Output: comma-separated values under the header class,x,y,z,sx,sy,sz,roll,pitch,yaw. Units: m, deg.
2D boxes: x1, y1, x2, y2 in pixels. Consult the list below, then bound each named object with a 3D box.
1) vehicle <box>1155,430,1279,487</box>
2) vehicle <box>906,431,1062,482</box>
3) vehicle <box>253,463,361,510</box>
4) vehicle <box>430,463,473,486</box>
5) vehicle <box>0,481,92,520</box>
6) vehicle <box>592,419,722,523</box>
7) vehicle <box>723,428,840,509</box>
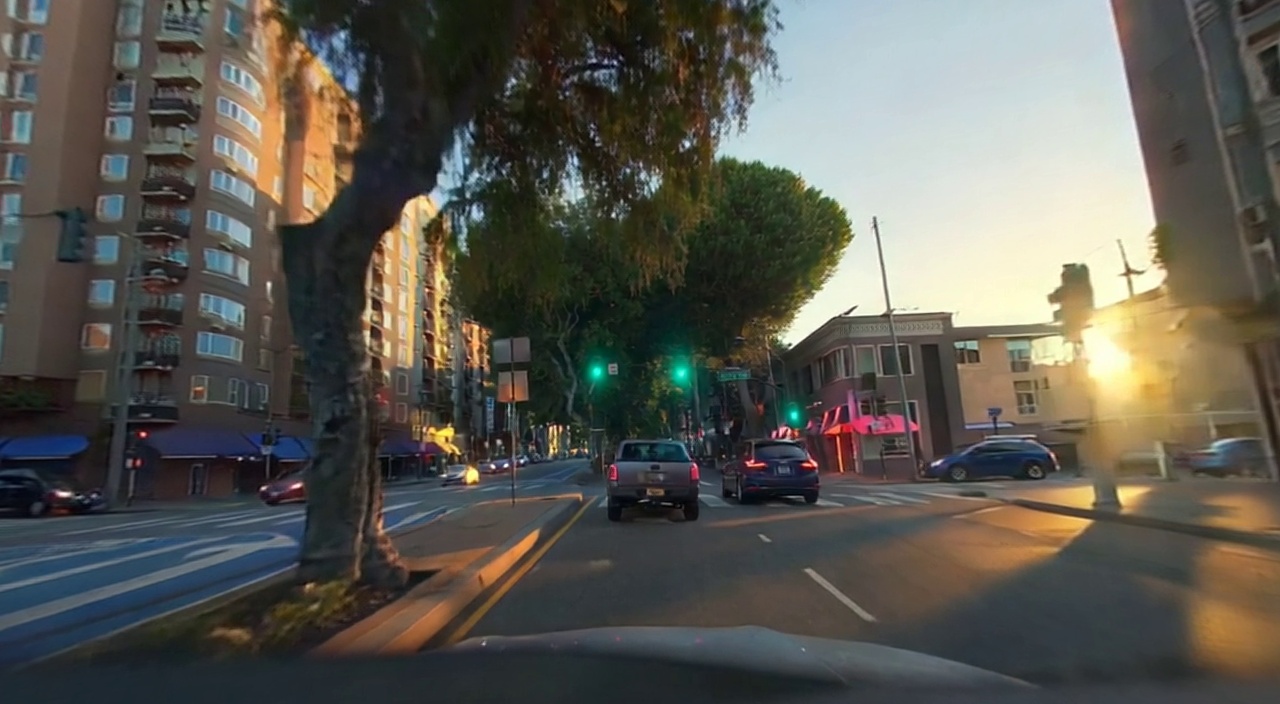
class,x,y,z,sx,sy,sz,roll,pitch,yaw
vehicle,18.837,3.250,19.371,4.248,1.642,1.961,0,-9,0
vehicle,14.183,4.362,26.324,5.156,2.005,2.122,-1,-9,6
vehicle,-13.582,5.471,26.059,2.035,1.619,4.327,0,-9,1
vehicle,-13.999,9.152,47.169,1.856,1.521,4.309,0,-9,0
vehicle,-27.716,6.796,28.921,3.416,1.466,1.840,1,-7,0
vehicle,0.283,2.344,12.869,2.209,1.748,4.130,0,-9,0
vehicle,3.362,2.864,15.868,1.939,1.746,4.091,0,-9,-1
